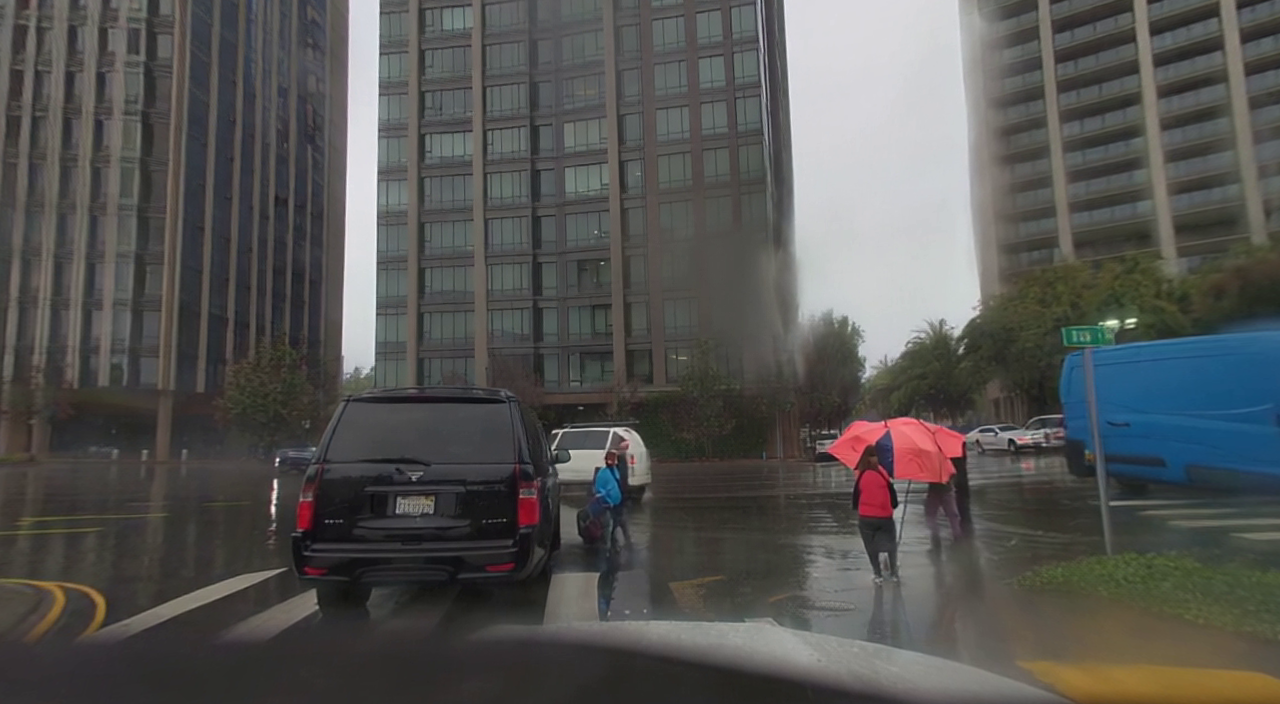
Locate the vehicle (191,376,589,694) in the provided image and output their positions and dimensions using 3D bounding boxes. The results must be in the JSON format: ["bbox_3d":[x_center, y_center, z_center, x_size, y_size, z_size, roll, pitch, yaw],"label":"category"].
[{"bbox_3d":[-1.651,1.318,5.708,2.144,1.733,4.115,1,-9,-8],"label":"vehicle"}]

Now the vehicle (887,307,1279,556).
[{"bbox_3d":[7.248,1.022,8.217,6.932,2.753,2.446,0,-8,1],"label":"vehicle"}]
